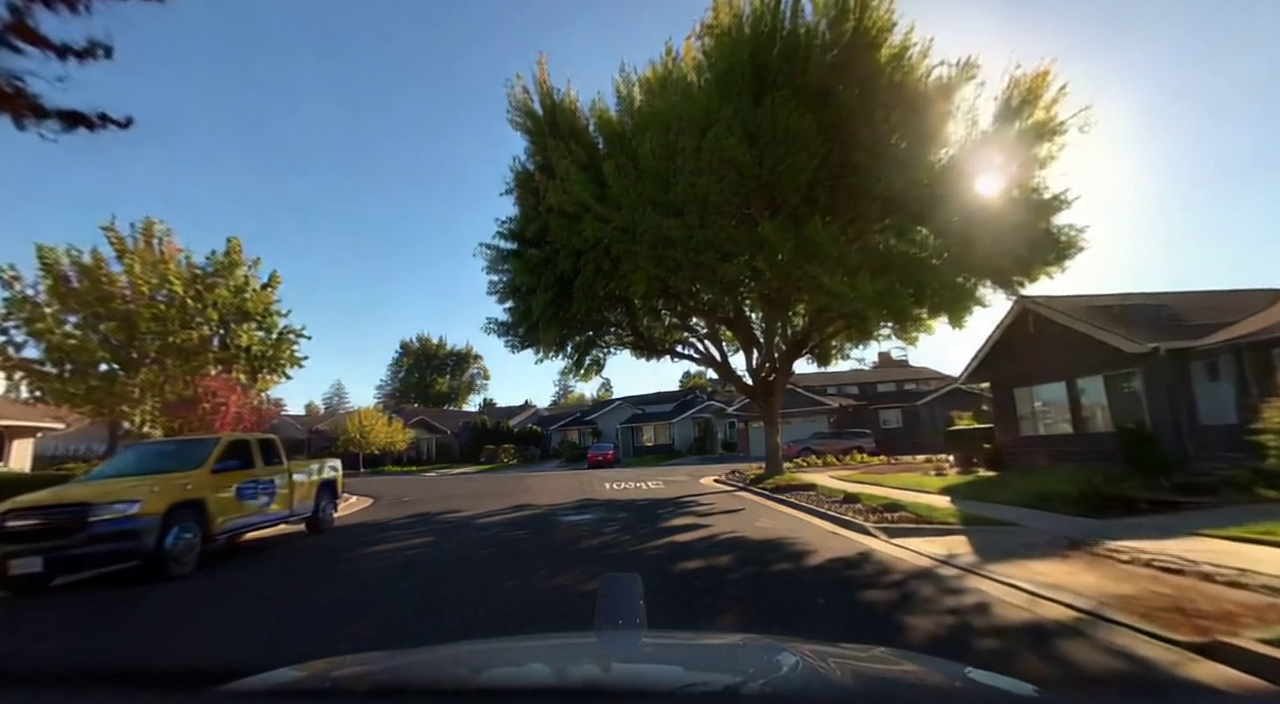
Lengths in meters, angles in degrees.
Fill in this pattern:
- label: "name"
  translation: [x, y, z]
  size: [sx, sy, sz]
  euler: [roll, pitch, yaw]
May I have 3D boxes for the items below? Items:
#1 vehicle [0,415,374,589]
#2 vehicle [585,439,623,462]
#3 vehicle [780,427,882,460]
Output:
- label: "vehicle"
  translation: [-6.604, 2.108, 9.986]
  size: [2.338, 1.925, 5.725]
  euler: [0, -8, -1]
- label: "vehicle"
  translation: [-2.505, 7.020, 44.988]
  size: [1.990, 1.528, 4.256]
  euler: [-1, -8, 7]
- label: "vehicle"
  translation: [9.655, 4.614, 31.962]
  size: [4.533, 1.557, 1.981]
  euler: [1, -6, -10]
